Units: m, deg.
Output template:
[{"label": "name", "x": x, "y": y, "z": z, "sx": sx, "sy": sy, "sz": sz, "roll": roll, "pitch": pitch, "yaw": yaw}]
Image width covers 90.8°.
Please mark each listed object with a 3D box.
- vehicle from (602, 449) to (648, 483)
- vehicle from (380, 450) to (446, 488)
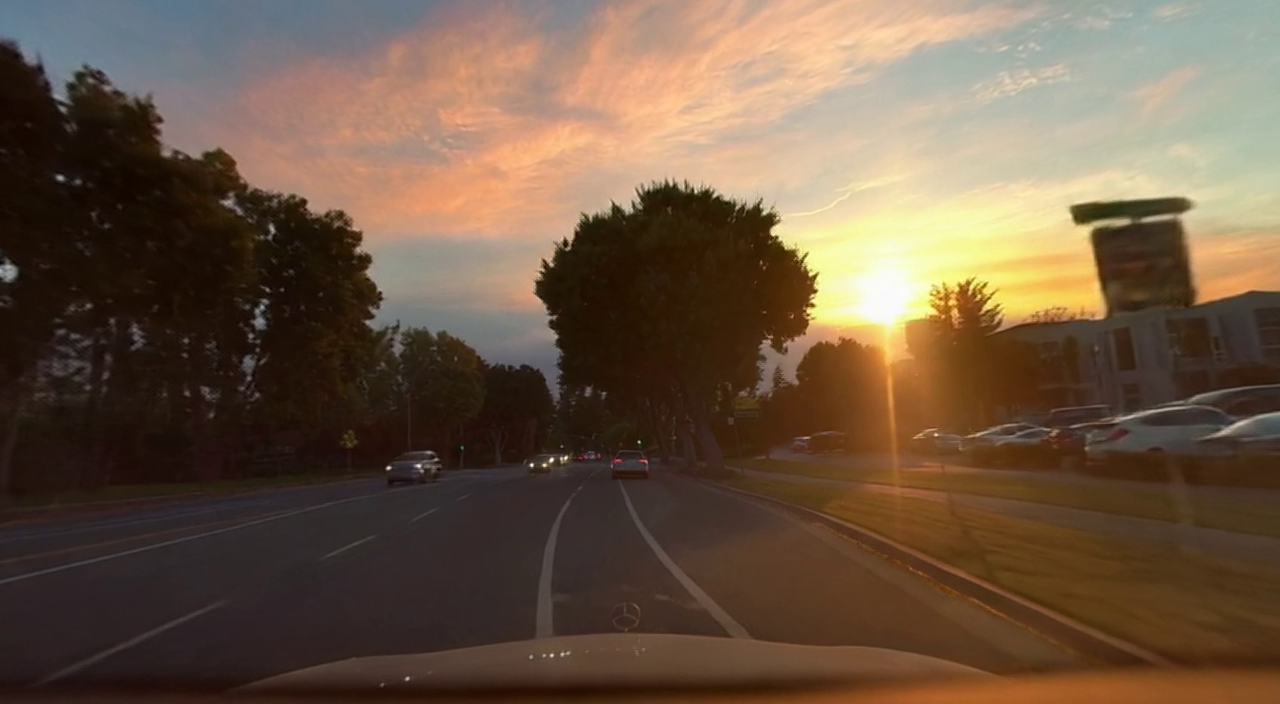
[{"label": "vehicle", "x": -0.749, "y": 5.486, "z": 30.803, "sx": 2.111, "sy": 1.466, "sz": 4.223, "roll": 0, "pitch": -8, "yaw": -2}, {"label": "vehicle", "x": -11.777, "y": 6.055, "z": 33.055, "sx": 1.969, "sy": 1.751, "sz": 4.432, "roll": 0, "pitch": -8, "yaw": -3}]
